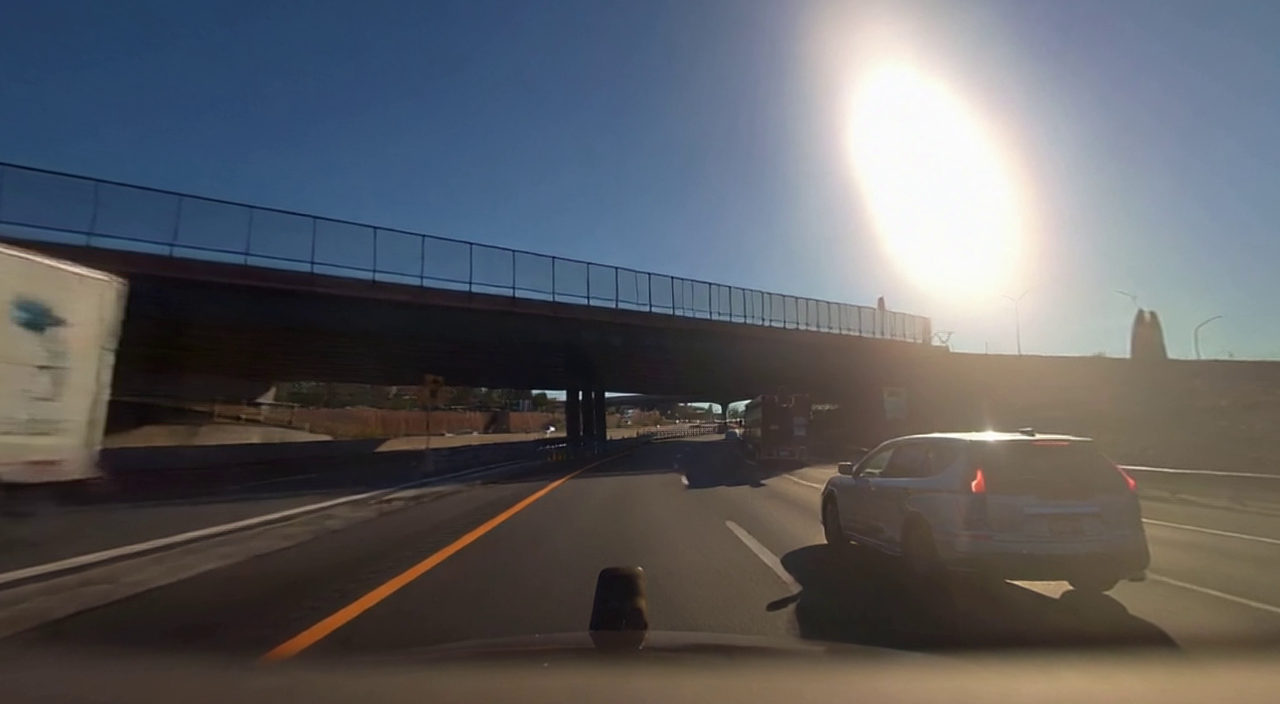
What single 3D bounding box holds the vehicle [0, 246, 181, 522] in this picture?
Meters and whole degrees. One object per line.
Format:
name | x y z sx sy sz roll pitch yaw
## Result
vehicle | -11.364 -0.148 5.288 2.882 4.213 15.918 0 -8 1
